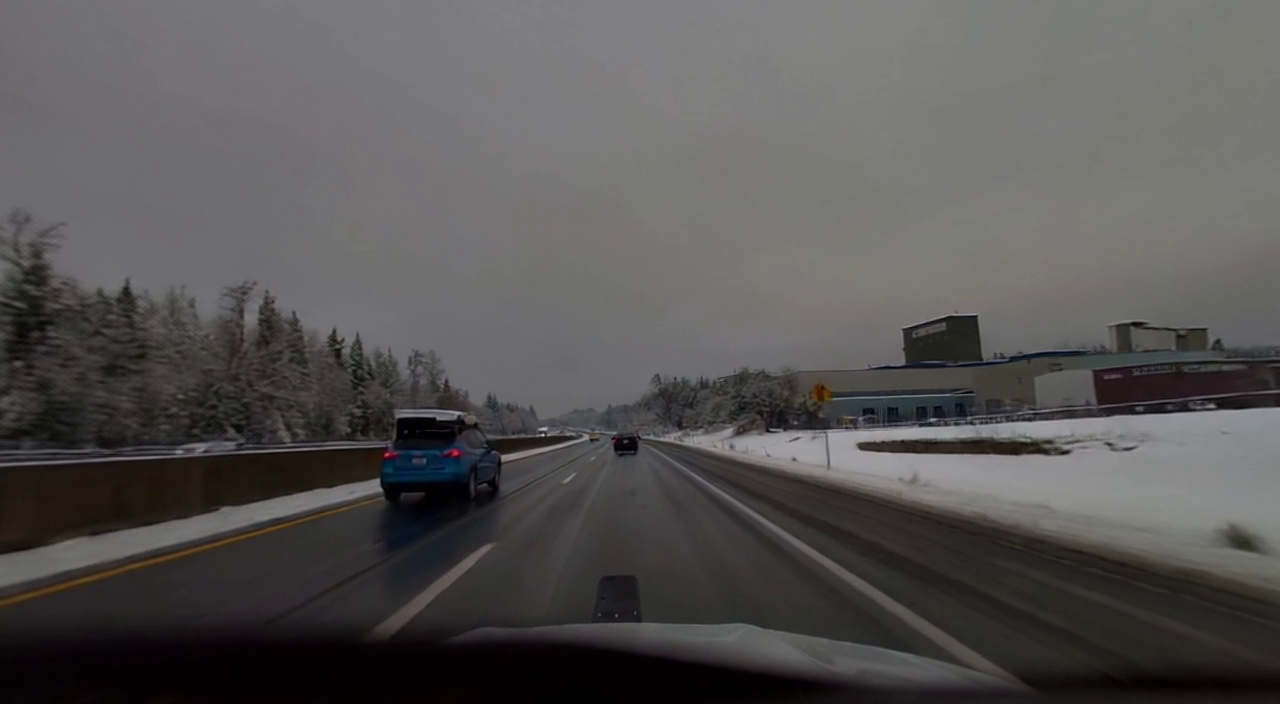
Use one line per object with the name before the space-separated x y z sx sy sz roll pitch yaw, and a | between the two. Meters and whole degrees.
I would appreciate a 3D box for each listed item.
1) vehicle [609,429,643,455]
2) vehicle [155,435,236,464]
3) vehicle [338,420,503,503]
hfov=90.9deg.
vehicle | -0.911 5.973 41.967 2.151 1.618 3.898 0 -8 -1
vehicle | -27.782 6.094 39.554 1.914 1.678 4.212 0 -8 2
vehicle | -4.780 2.435 14.602 2.189 1.580 4.607 0 -8 -1
